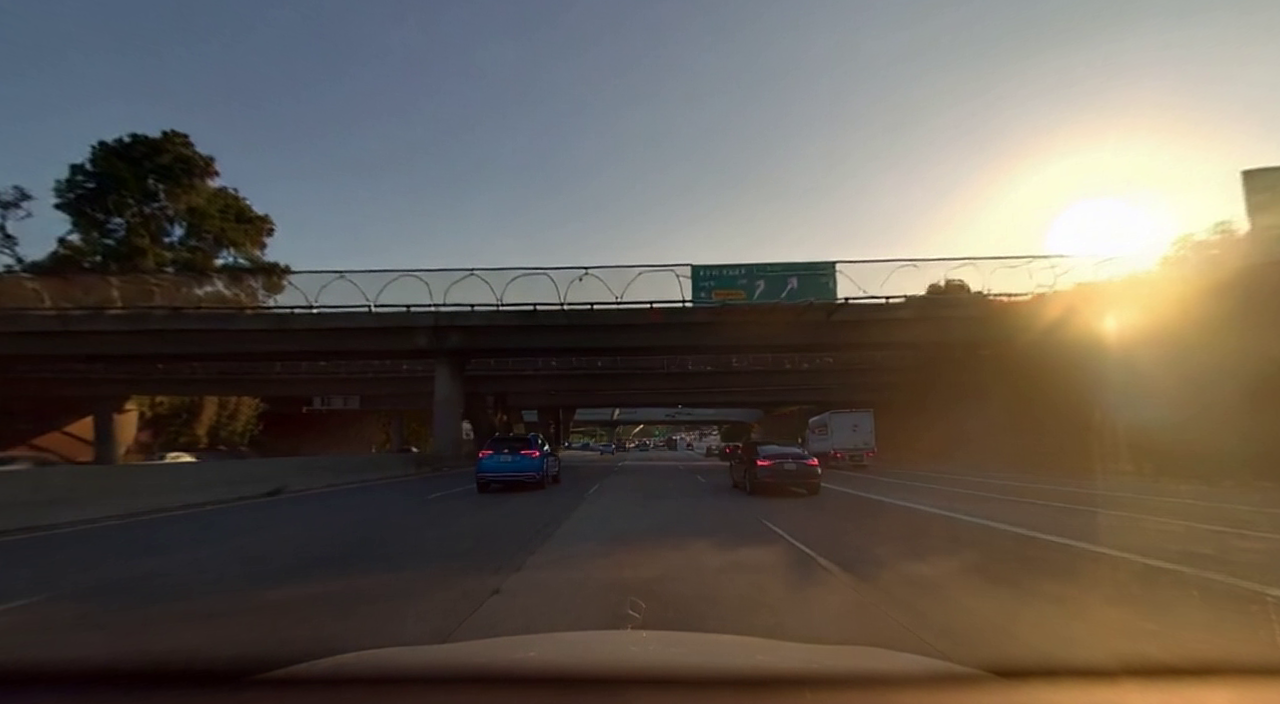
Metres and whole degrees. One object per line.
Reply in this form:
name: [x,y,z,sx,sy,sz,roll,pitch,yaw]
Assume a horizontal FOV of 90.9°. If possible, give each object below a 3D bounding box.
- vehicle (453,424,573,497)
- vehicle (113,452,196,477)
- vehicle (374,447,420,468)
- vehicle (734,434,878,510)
vehicle: [-3.381,3.057,18.081,2.218,1.764,5.229,0,-9,2]
vehicle: [-35.173,8.149,45.864,1.985,1.654,4.881,0,-9,3]
vehicle: [-19.105,8.298,49.816,1.801,1.554,4.584,0,-9,0]
vehicle: [3.635,2.737,14.862,2.080,1.493,4.674,0,-9,-1]
